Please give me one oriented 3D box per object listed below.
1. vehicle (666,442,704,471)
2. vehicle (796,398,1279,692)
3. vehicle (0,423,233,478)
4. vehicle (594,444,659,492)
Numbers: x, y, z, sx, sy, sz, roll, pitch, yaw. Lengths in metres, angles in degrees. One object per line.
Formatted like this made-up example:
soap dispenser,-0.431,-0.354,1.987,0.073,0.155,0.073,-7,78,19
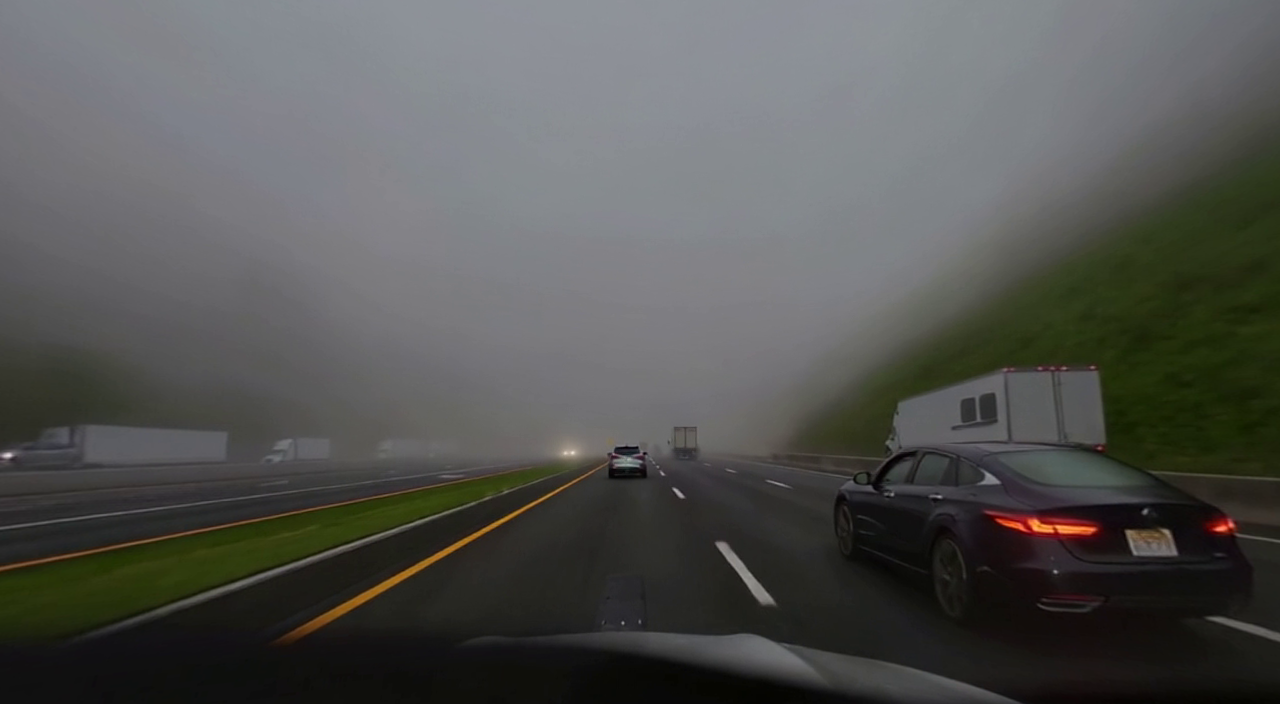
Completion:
vehicle,2.720,6.512,39.320,2.048,1.704,4.284,0,-9,0
vehicle,3.087,1.381,5.738,1.997,1.534,4.664,0,-9,-2
vehicle,-36.797,7.195,45.988,2.760,3.231,16.626,0,-9,2
vehicle,-0.437,3.836,21.128,1.970,1.441,3.846,0,-9,-1
